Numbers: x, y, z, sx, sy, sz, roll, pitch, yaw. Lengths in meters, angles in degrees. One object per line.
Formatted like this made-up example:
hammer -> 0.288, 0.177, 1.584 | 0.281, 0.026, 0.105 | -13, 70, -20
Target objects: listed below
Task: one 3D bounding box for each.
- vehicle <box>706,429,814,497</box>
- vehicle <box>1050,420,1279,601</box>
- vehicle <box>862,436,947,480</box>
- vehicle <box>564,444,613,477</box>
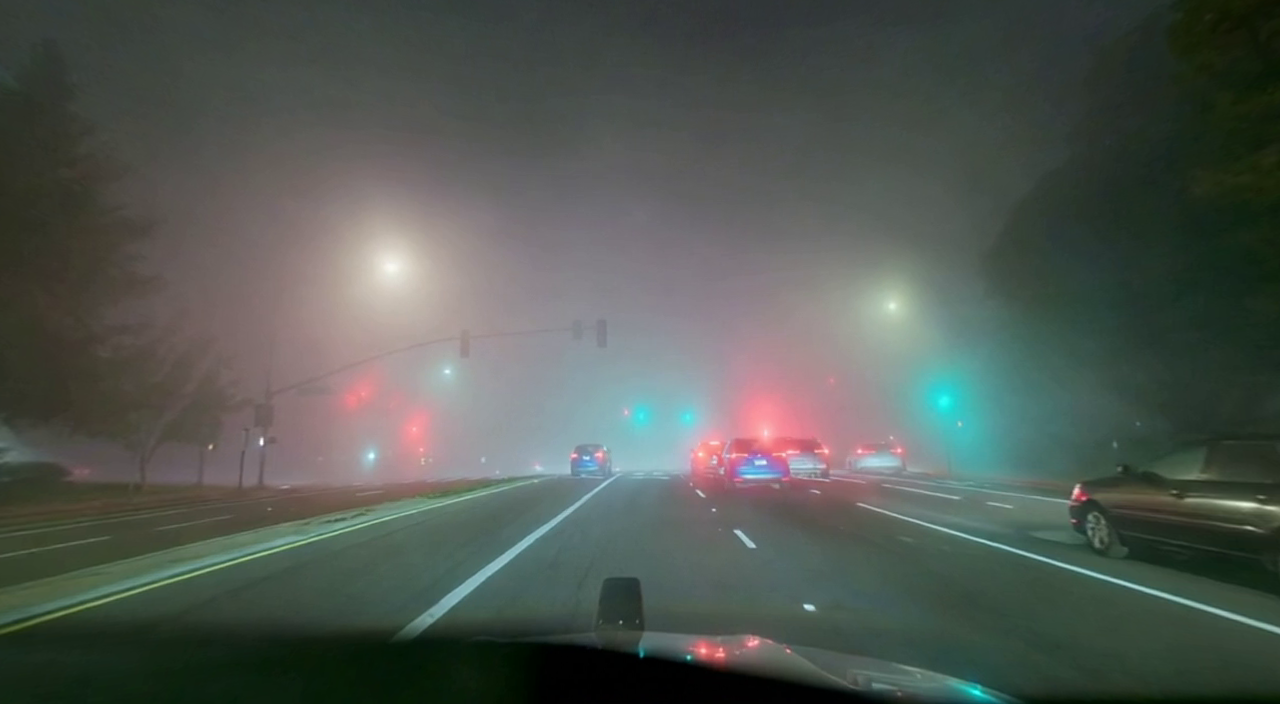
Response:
vehicle -> 3.322, 3.211, 18.655 | 2.247, 1.738, 4.818 | 0, -8, 0
vehicle -> 6.325, 1.404, 5.809 | 1.946, 1.495, 4.758 | 0, -8, 1
vehicle -> 11.613, 4.670, 28.086 | 1.971, 1.746, 4.271 | 0, -9, 1
vehicle -> -2.463, 5.340, 31.289 | 1.969, 1.513, 3.773 | -1, -9, 3
